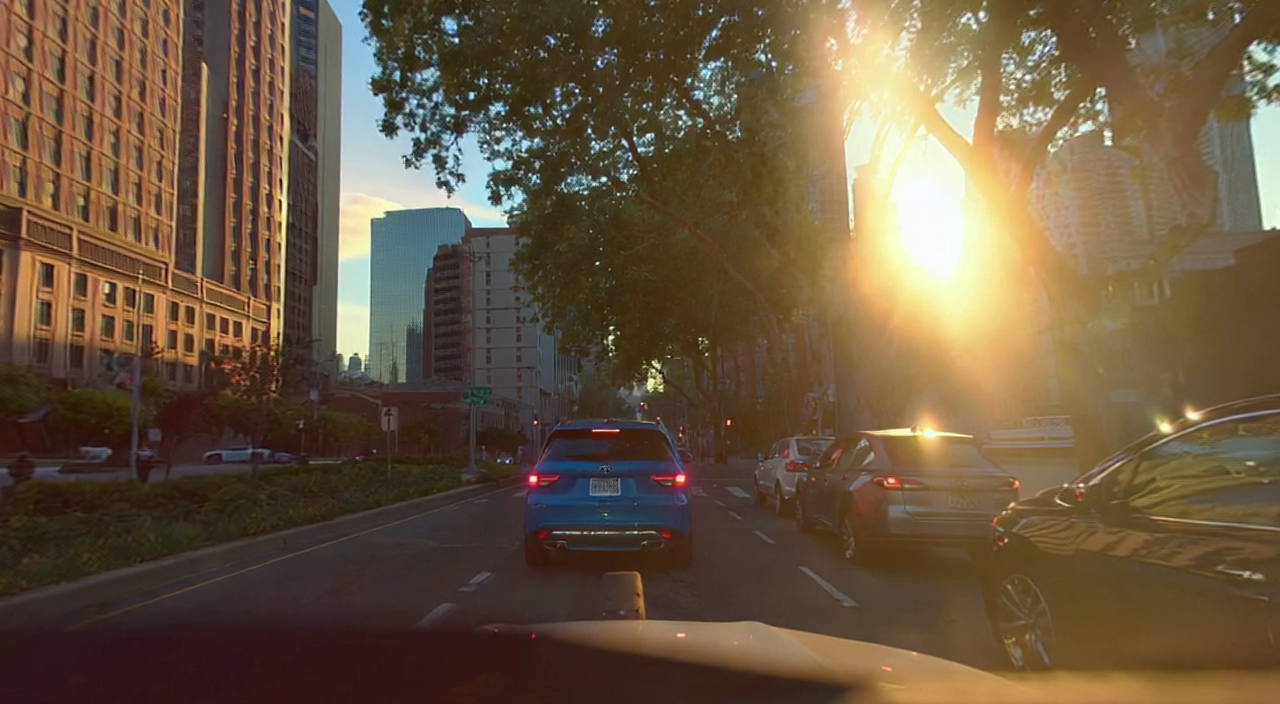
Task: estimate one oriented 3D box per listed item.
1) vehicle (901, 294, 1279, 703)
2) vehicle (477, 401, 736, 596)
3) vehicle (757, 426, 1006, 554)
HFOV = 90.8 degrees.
[{"bbox_3d":[2.999,0.753,2.241,2.063,1.760,4.664,0,-9,-1],"label":"vehicle"},{"bbox_3d":[-0.343,1.583,7.626,2.249,1.684,4.084,0,-9,-2],"label":"vehicle"},{"bbox_3d":[3.287,1.978,9.823,1.941,1.482,4.632,0,-9,-2],"label":"vehicle"}]
